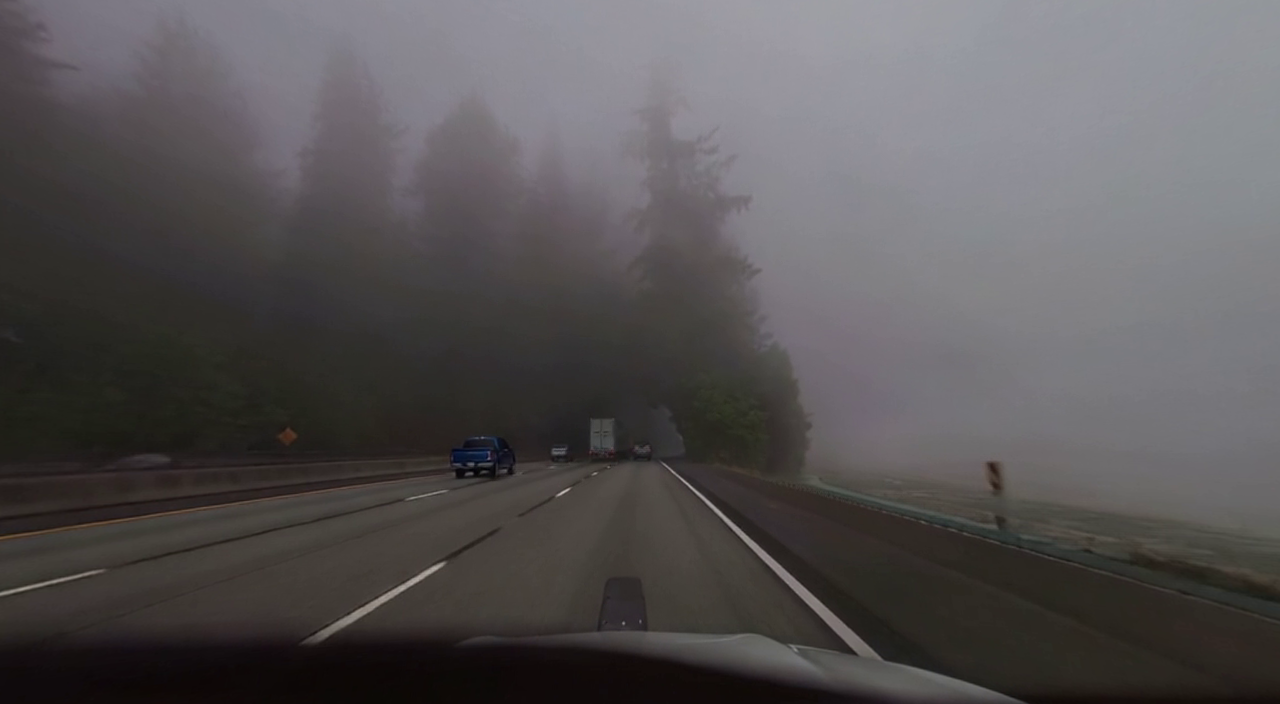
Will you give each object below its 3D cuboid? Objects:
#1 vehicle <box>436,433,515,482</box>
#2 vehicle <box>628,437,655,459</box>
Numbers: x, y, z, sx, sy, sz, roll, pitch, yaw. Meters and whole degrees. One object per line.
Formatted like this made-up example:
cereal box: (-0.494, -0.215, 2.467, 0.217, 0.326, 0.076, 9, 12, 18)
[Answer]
vehicle: (-6.982, 4.505, 27.269, 2.149, 1.884, 4.627, 0, -8, 0)
vehicle: (0.123, 7.624, 49.994, 2.072, 1.630, 4.529, 0, -8, 0)
